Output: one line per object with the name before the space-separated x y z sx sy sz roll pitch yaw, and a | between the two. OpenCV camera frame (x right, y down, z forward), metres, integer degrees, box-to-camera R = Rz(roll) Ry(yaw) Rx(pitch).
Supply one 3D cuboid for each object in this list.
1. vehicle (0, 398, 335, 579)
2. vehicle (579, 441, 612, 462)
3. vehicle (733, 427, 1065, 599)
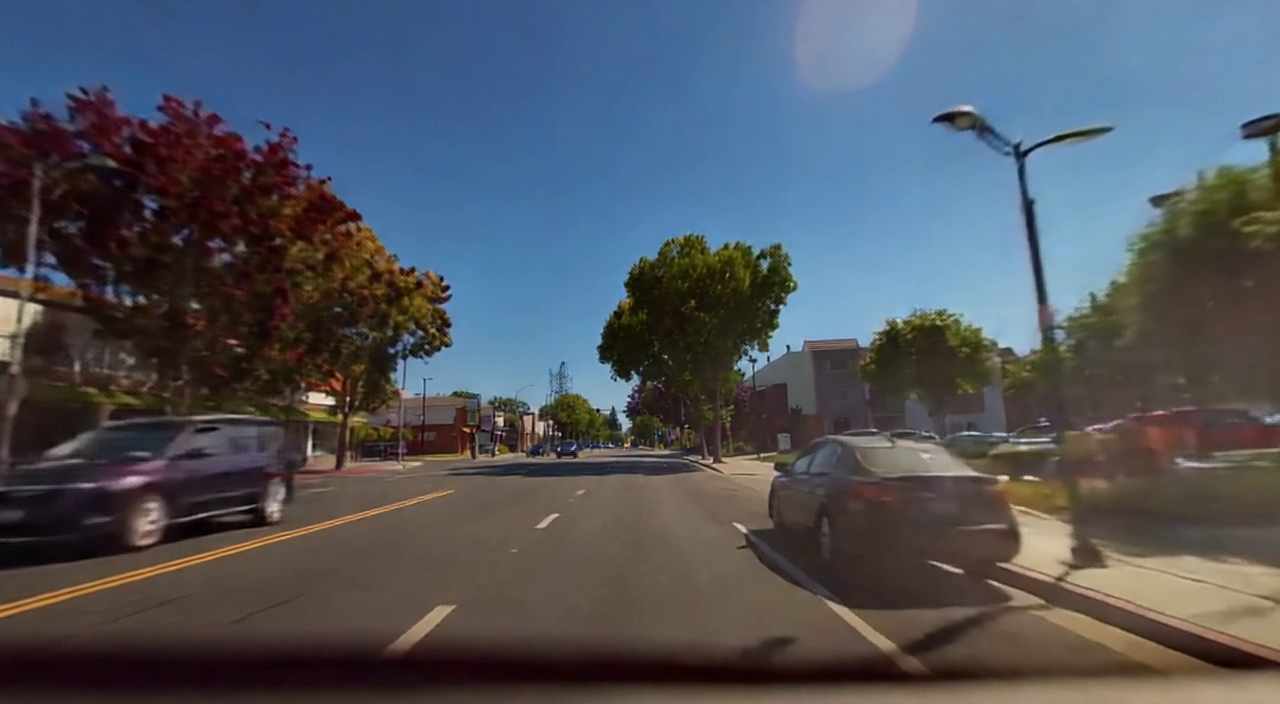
vehicle | -6.704 1.728 8.877 2.371 1.800 4.987 0 -8 -1
vehicle | -3.226 7.339 46.559 2.122 1.469 4.388 0 -8 0
vehicle | 2.644 1.754 7.942 2.034 1.491 4.618 0 -8 -3
